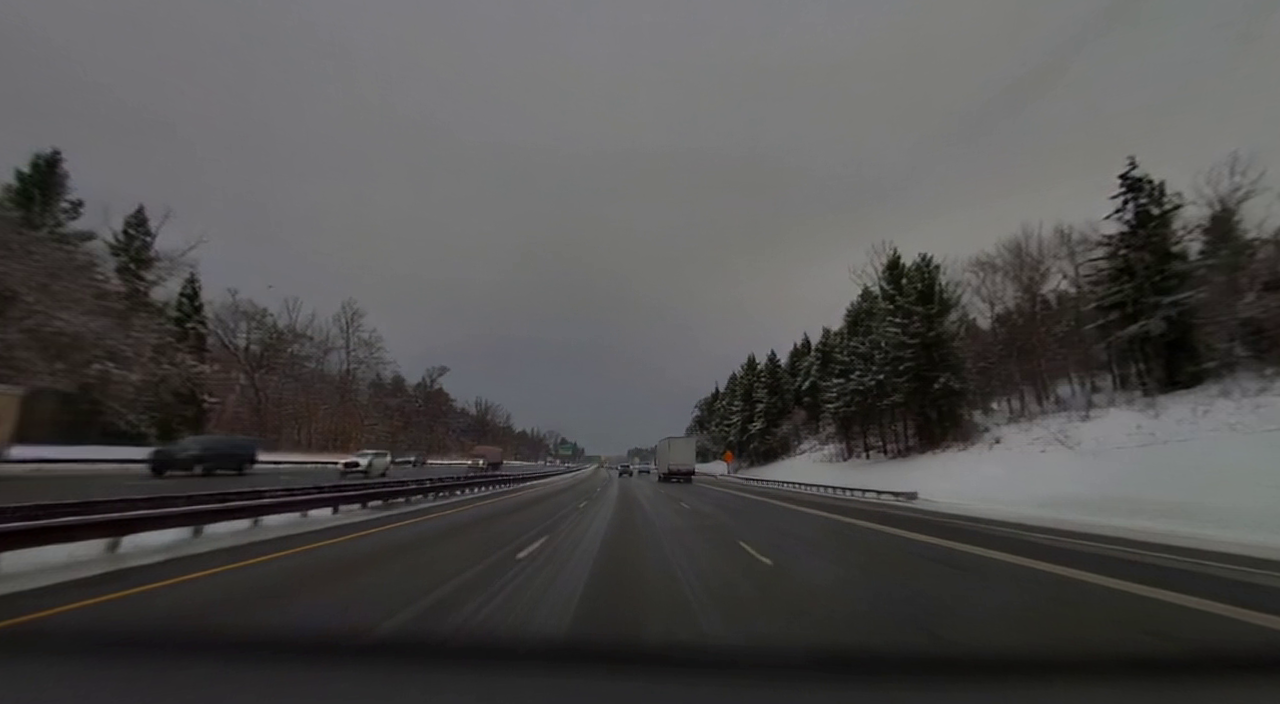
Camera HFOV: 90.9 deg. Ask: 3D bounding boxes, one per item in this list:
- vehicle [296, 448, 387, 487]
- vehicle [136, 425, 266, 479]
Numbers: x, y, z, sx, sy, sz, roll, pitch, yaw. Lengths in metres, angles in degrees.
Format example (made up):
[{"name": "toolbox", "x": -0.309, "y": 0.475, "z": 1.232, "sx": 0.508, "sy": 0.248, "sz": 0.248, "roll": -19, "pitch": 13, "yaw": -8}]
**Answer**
[{"name": "vehicle", "x": -11.934, "y": 4.670, "z": 25.490, "sx": 1.797, "sy": 1.397, "sz": 3.811, "roll": 1, "pitch": -11, "yaw": -1}, {"name": "vehicle", "x": -22.469, "y": 5.263, "z": 32.717, "sx": 2.304, "sy": 2.498, "sz": 6.255, "roll": 1, "pitch": -11, "yaw": -2}]
